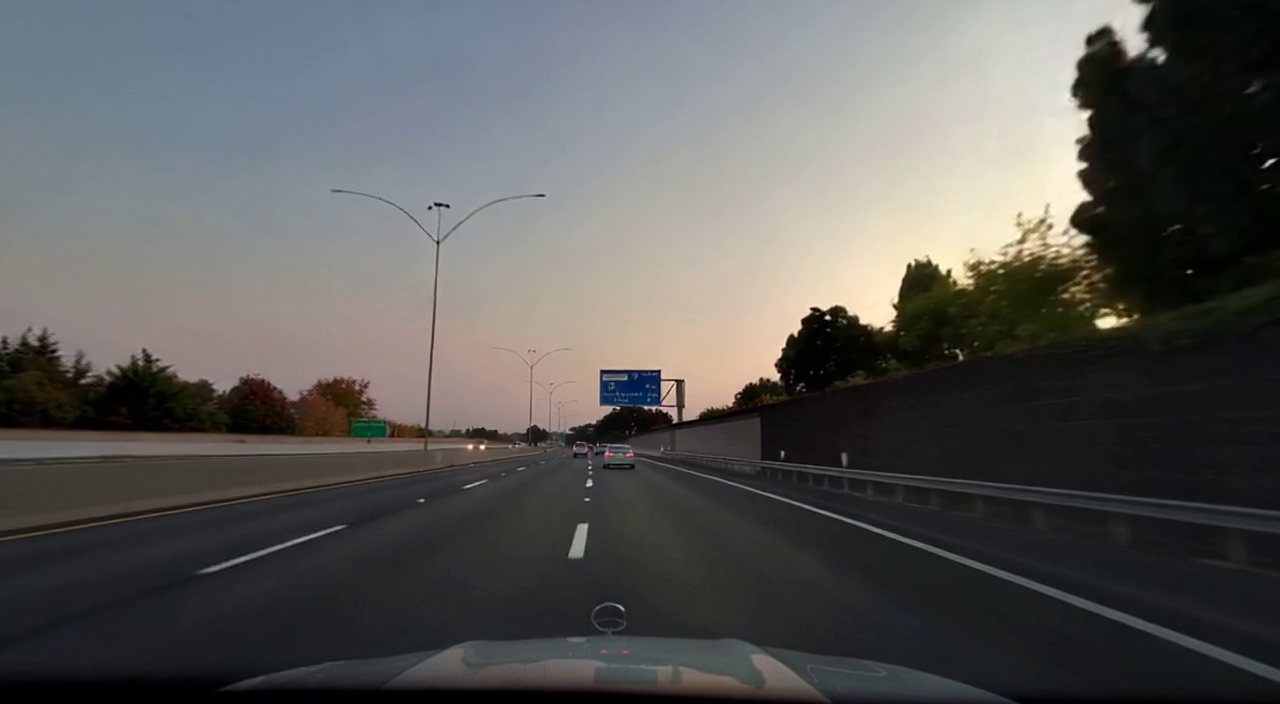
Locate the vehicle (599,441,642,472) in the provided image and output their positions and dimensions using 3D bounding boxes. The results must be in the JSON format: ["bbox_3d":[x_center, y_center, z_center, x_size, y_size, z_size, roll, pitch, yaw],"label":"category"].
[{"bbox_3d":[-0.952,5.489,33.076,2.055,1.509,4.255,0,-9,1],"label":"vehicle"}]
